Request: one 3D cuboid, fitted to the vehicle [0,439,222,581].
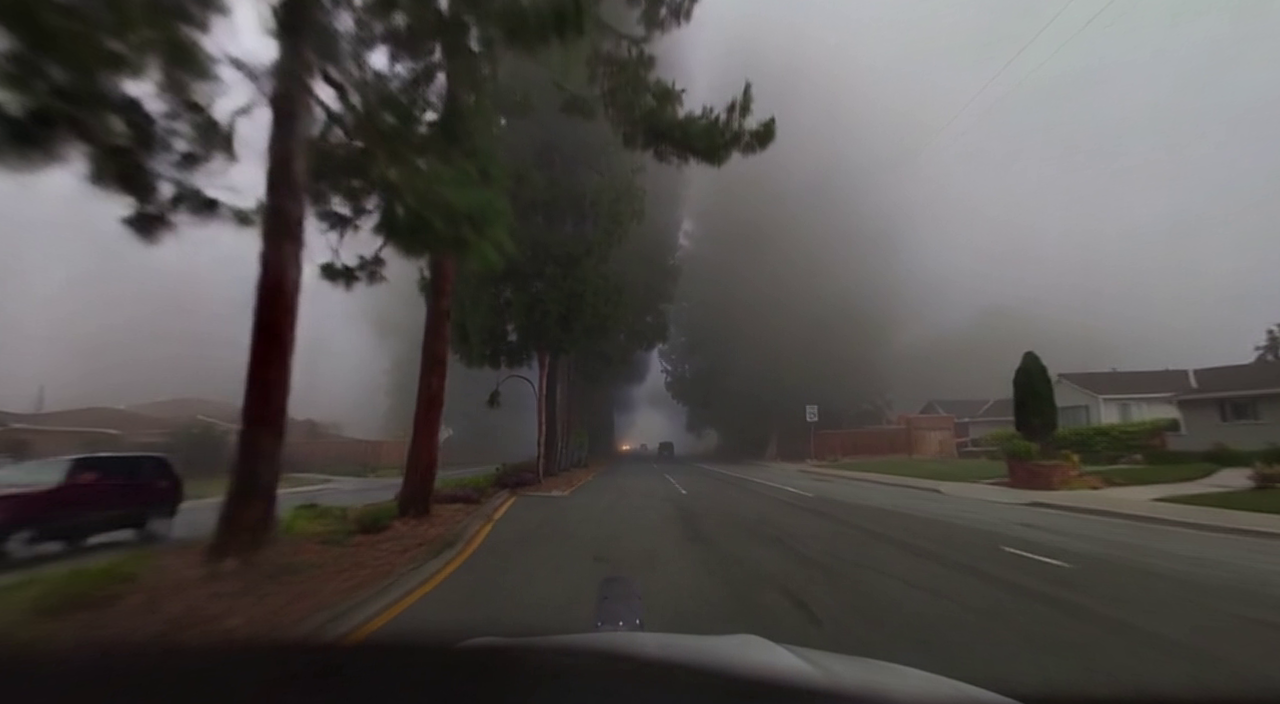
[{"bbox_3d":[-8.921,2.259,9.808,1.964,1.722,4.403,0,-9,-3],"label":"vehicle"}]
